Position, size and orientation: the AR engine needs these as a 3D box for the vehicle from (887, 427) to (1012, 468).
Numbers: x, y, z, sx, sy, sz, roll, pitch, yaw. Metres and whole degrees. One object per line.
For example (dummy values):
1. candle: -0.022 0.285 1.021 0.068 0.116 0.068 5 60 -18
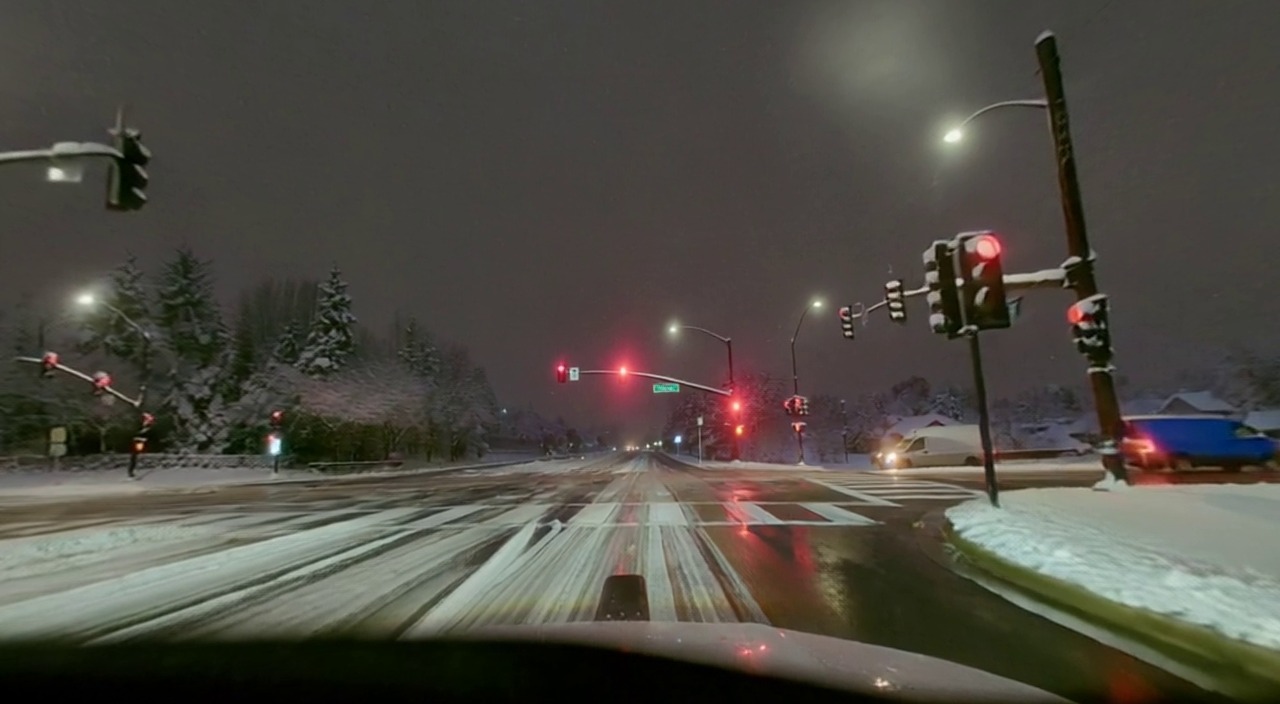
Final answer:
1. vehicle: 14.403 4.464 29.512 4.790 1.798 1.909 0 -9 1

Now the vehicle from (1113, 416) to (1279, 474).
1. vehicle: 20.004 3.331 22.556 4.536 1.965 1.780 -1 -9 3
